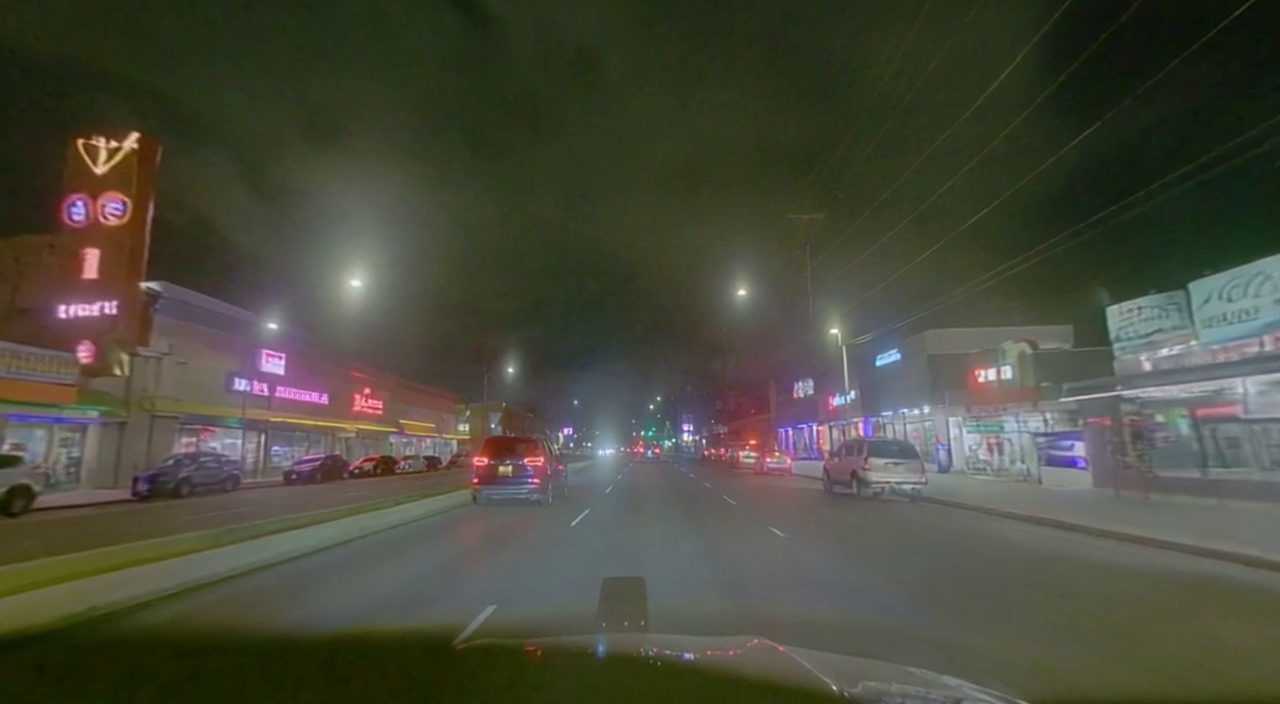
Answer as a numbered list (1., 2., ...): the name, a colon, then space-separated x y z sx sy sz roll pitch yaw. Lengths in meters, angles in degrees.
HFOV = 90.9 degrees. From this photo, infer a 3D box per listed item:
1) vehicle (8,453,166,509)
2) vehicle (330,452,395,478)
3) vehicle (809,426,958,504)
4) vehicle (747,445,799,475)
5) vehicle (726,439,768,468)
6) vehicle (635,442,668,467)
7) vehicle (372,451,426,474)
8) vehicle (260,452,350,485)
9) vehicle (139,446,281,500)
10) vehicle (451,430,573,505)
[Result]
1. vehicle: -17.219 4.002 19.877 1.816 1.564 3.442 0 -9 0
2. vehicle: -16.876 6.853 38.584 1.788 1.475 4.737 0 -9 0
3. vehicle: 6.533 3.101 17.703 2.098 1.845 5.117 0 -9 0
4. vehicle: 7.154 5.822 34.235 1.871 1.478 4.272 0 -9 0
5. vehicle: 7.232 6.930 43.069 2.005 1.858 5.253 0 -9 0
6. vehicle: 0.689 6.675 41.129 2.037 1.484 4.073 0 -9 0
7. vehicle: -16.736 7.688 44.072 1.800 1.470 4.548 -1 -9 3
8. vehicle: -16.919 5.870 32.157 1.984 1.494 4.815 0 -9 0
9. vehicle: -16.971 4.748 25.253 2.293 1.736 4.871 -2 -7 0
10. vehicle: -3.104 2.921 16.316 2.049 1.646 4.445 -1 -9 2
